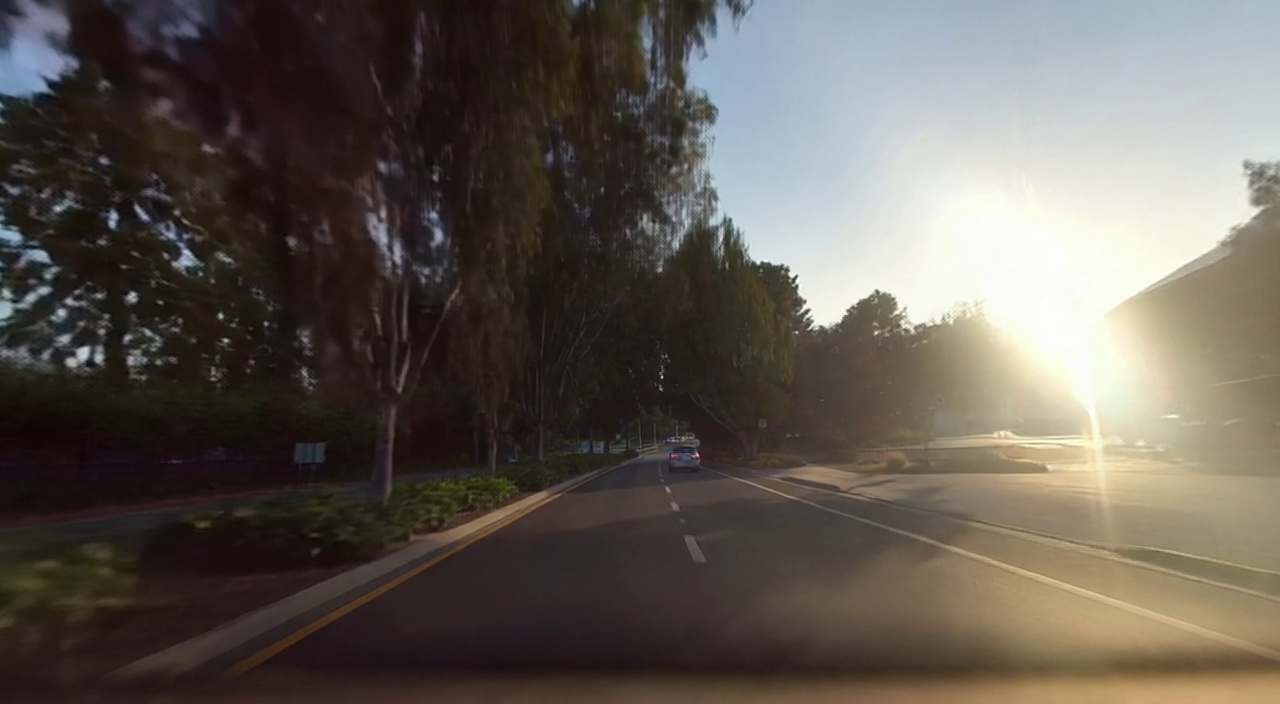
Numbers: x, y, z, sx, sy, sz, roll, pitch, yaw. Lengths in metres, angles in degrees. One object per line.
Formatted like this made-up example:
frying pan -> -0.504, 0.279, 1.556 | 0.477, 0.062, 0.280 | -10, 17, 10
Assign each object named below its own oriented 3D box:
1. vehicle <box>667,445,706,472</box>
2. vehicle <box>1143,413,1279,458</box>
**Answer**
vehicle -> 2.775, 6.449, 38.463 | 2.044, 1.537, 4.528 | 0, -8, 0
vehicle -> 28.345, 4.107, 30.884 | 5.465, 2.116, 2.004 | 0, -8, 0
